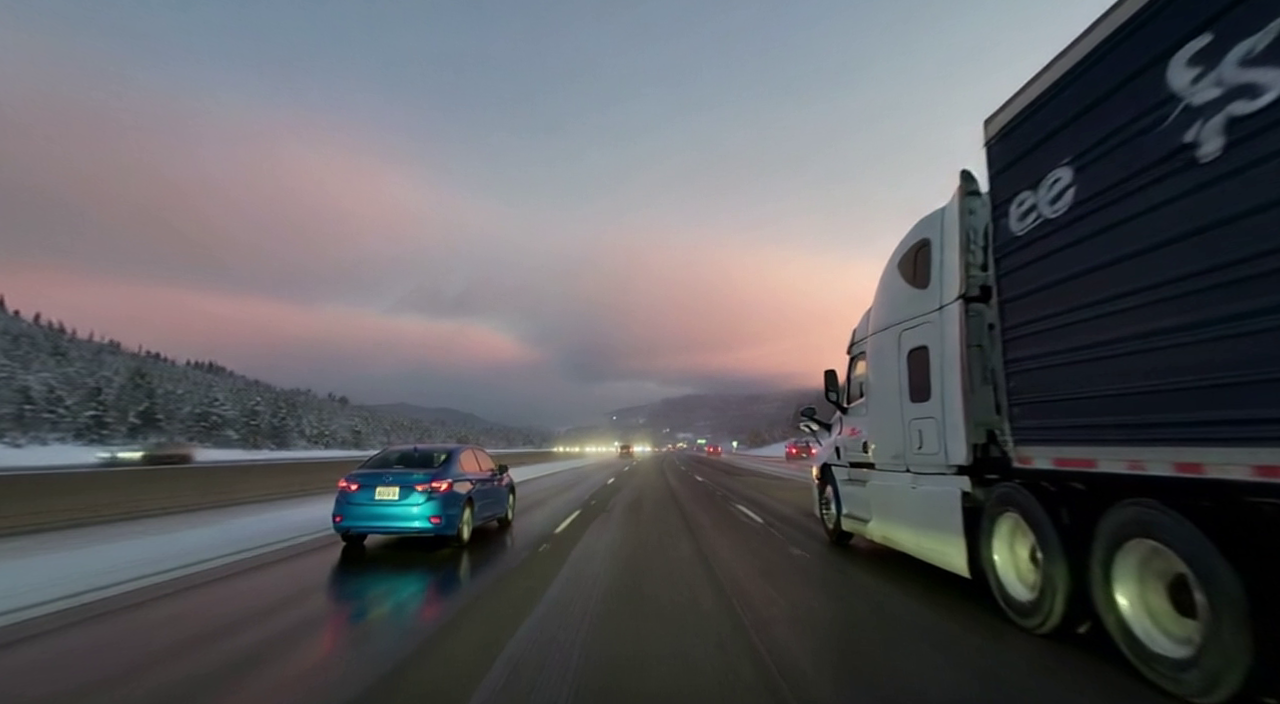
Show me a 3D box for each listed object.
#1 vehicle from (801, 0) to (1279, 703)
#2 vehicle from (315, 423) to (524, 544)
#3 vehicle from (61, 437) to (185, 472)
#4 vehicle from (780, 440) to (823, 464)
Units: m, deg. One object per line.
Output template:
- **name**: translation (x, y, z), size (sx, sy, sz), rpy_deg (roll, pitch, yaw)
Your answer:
- **vehicle**: translation (4.082, 0.177, 5.494), size (3.277, 3.871, 7.882), rpy_deg (0, -8, 1)
- **vehicle**: translation (-3.341, 2.068, 10.473), size (1.967, 1.615, 3.886), rpy_deg (0, -8, 2)
- **vehicle**: translation (-29.144, 5.797, 35.729), size (2.201, 1.802, 5.532), rpy_deg (0, -8, 2)
- **vehicle**: translation (12.199, 7.586, 47.783), size (2.062, 1.736, 4.589), rpy_deg (0, -8, 0)
